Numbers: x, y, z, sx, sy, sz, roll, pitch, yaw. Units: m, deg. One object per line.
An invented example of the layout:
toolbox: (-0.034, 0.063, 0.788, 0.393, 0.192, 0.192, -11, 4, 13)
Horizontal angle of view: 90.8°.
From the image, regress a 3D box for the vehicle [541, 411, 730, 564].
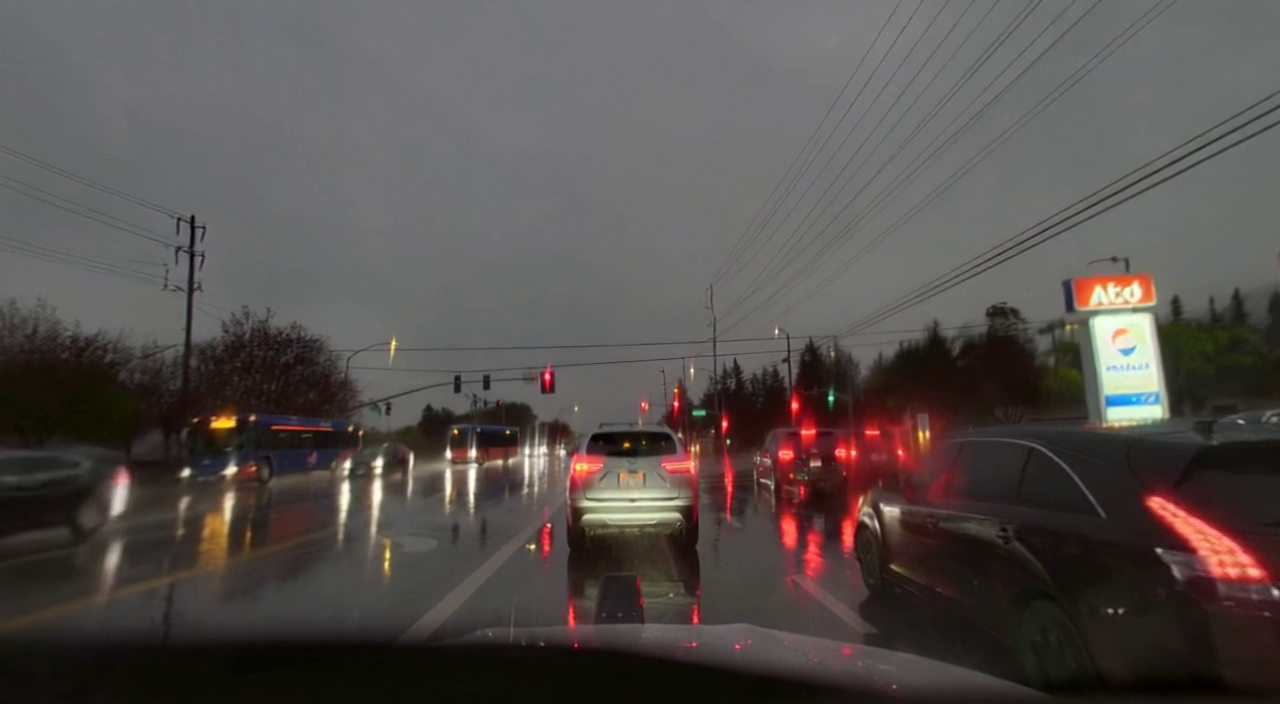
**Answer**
vehicle: (-0.104, 1.805, 9.118, 2.087, 1.677, 4.053, 0, -9, -2)

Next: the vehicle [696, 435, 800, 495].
vehicle: (2.892, 3.165, 18.033, 2.040, 1.481, 4.407, 0, -9, -2)

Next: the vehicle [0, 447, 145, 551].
vehicle: (-10.295, 2.174, 9.416, 2.030, 1.498, 4.690, 0, -9, 0)

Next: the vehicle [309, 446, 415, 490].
vehicle: (-10.499, 4.376, 24.283, 1.976, 1.483, 4.630, 0, -9, 0)

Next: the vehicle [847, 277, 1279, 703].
vehicle: (3.088, 0.958, 3.988, 2.049, 1.813, 4.245, 0, -9, -1)

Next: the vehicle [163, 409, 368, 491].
vehicle: (-18.727, 5.124, 33.376, 3.010, 3.475, 12.655, 0, -9, 1)
